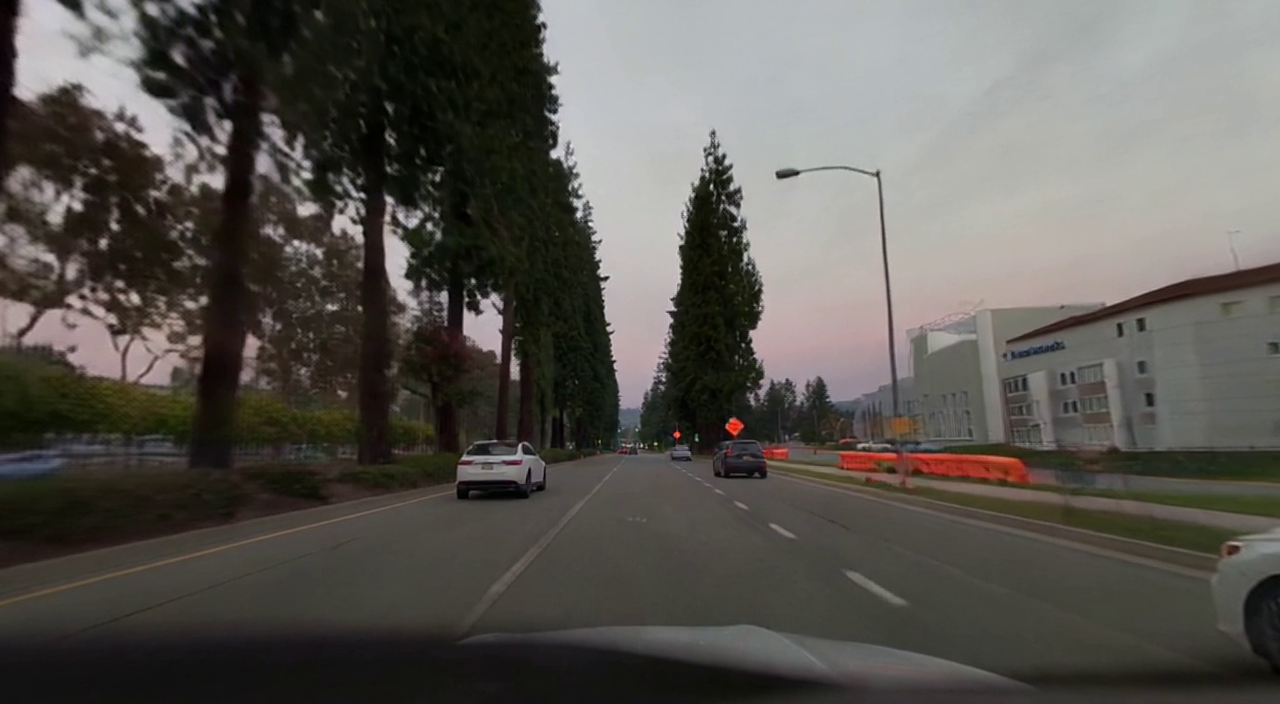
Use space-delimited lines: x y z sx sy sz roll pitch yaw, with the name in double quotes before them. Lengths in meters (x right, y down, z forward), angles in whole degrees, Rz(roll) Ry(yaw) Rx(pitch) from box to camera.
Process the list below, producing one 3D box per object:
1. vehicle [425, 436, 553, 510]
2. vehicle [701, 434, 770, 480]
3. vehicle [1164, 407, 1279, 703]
"vehicle" -3.332 2.759 14.883 2.020 1.474 4.098 0 -9 0
"vehicle" 4.074 4.567 27.717 2.159 1.793 4.735 0 -9 -1
"vehicle" 4.015 0.823 1.770 1.827 1.491 3.743 0 -9 0
